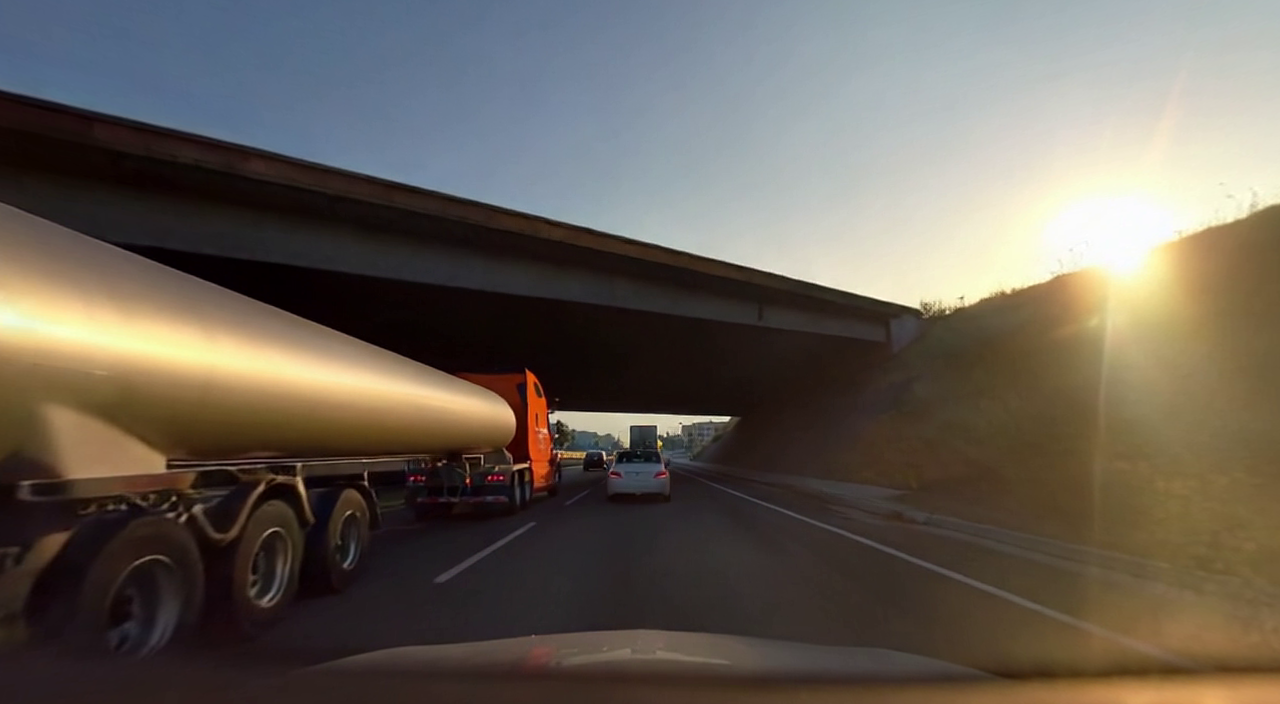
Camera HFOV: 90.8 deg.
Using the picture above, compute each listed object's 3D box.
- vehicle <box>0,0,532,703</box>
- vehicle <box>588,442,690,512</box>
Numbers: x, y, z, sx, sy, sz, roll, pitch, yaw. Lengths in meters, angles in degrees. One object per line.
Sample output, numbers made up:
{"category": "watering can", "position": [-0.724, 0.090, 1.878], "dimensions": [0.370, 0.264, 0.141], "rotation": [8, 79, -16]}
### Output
{"category": "vehicle", "position": [-4.159, 0.874, 8.226], "dimensions": [2.896, 3.563, 14.643], "rotation": [0, -9, 0]}
{"category": "vehicle", "position": [-0.009, 3.040, 15.879], "dimensions": [2.215, 1.481, 4.246], "rotation": [0, -9, 0]}
